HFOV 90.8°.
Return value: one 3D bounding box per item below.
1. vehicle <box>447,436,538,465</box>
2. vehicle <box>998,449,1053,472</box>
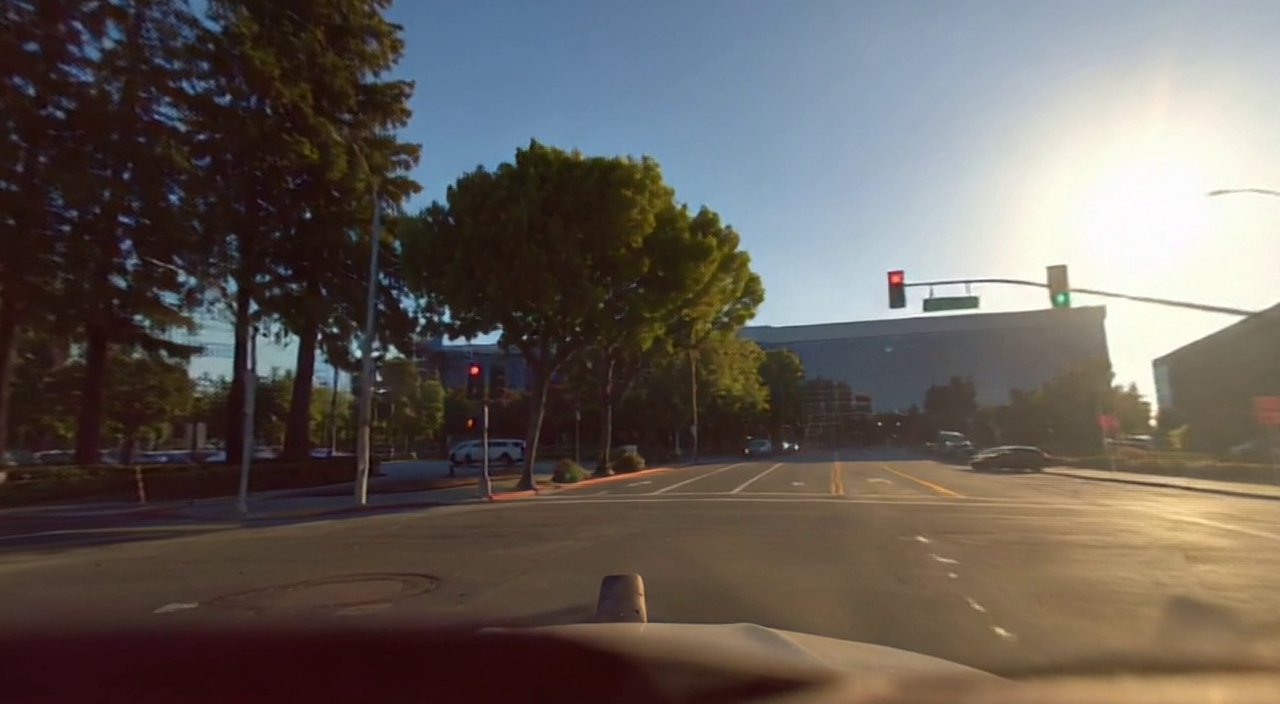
[{"bbox_3d":[-8.572,5.711,36.776,4.765,1.593,1.891,-2,-9,13],"label":"vehicle"},{"bbox_3d":[25.788,7.240,42.443,1.893,1.454,4.483,-2,-9,15],"label":"vehicle"}]
